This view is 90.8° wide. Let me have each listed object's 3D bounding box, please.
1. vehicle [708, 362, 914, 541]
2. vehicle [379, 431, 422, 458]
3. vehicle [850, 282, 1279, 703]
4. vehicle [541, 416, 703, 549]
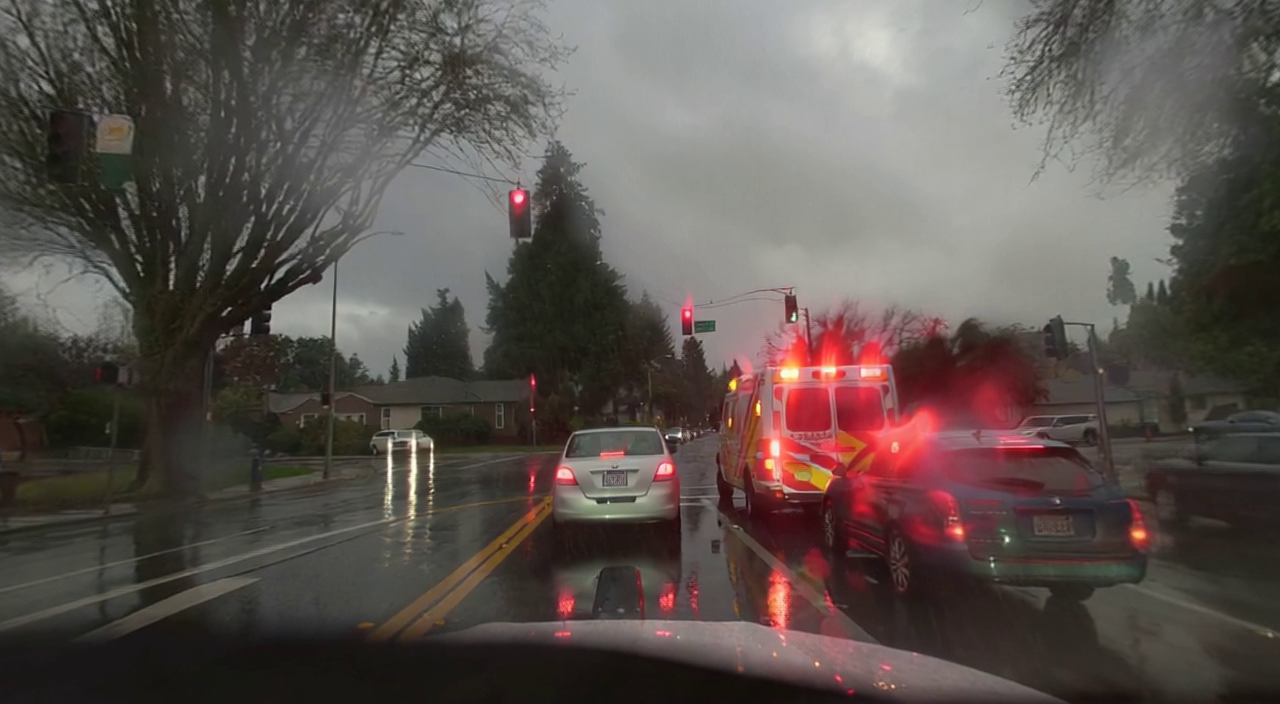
[{"bbox_3d":[2.880,1.896,12.373,2.406,2.687,5.521,0,-8,0],"label":"vehicle"},{"bbox_3d":[-17.725,6.878,46.868,2.246,1.880,4.454,1,-8,-12],"label":"vehicle"},{"bbox_3d":[2.854,0.892,2.878,2.194,1.820,4.652,0,-8,0],"label":"vehicle"},{"bbox_3d":[-0.269,1.978,10.188,2.114,1.707,3.725,0,-8,-1],"label":"vehicle"}]
